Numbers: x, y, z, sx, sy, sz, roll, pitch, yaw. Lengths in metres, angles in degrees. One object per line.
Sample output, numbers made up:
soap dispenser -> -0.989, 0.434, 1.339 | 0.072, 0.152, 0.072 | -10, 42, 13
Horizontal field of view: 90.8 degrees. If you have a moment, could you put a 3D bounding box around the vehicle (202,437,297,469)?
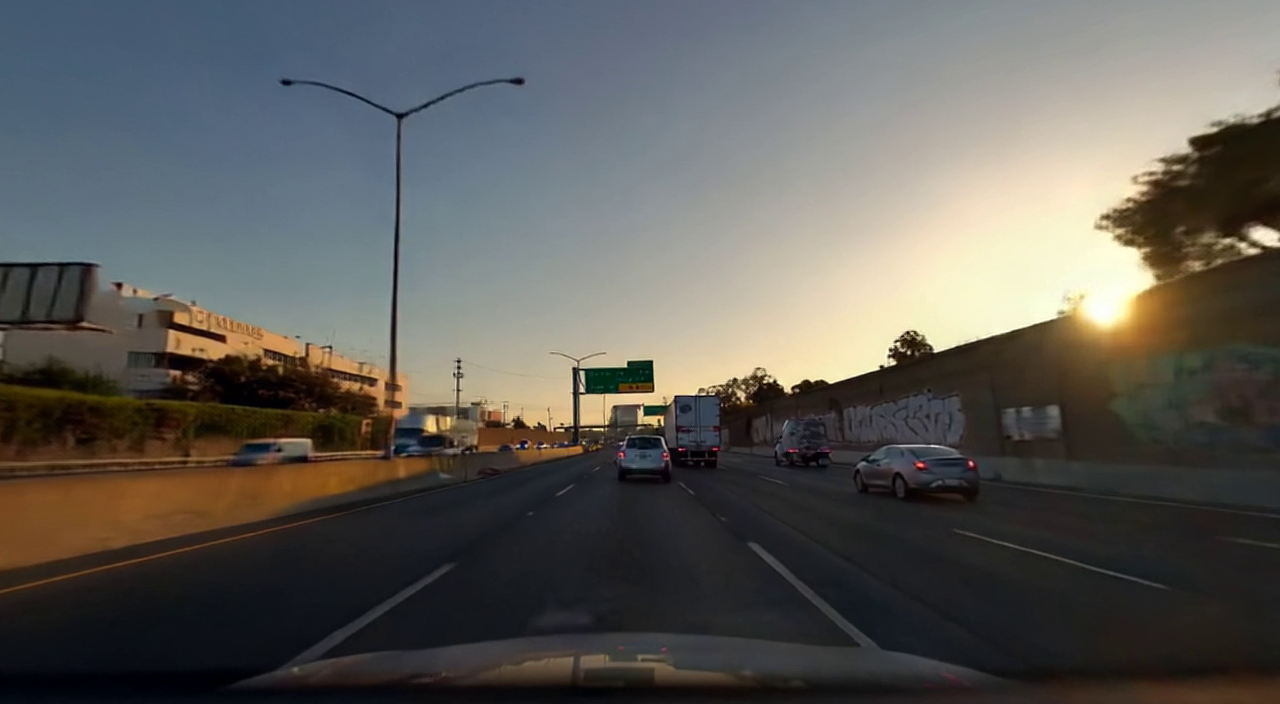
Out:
vehicle -> -20.628, 5.363, 33.646 | 1.972, 1.562, 4.772 | 0, -9, 0

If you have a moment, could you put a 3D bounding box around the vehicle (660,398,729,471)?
vehicle -> 3.036, 5.130, 38.592 | 2.976, 3.806, 10.591 | 0, -9, -2

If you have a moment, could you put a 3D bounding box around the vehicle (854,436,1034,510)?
vehicle -> 6.954, 2.800, 15.163 | 1.915, 1.476, 4.677 | 0, -9, -1

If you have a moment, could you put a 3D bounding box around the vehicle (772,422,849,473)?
vehicle -> 8.687, 4.983, 32.877 | 2.322, 2.360, 6.433 | 0, -9, 1

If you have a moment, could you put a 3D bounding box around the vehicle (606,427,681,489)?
vehicle -> -0.040, 3.599, 21.648 | 2.249, 1.843, 5.176 | 0, -9, -3

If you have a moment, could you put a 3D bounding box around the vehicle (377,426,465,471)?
vehicle -> -10.591, 4.735, 31.050 | 2.470, 1.992, 5.196 | 0, -9, 0
